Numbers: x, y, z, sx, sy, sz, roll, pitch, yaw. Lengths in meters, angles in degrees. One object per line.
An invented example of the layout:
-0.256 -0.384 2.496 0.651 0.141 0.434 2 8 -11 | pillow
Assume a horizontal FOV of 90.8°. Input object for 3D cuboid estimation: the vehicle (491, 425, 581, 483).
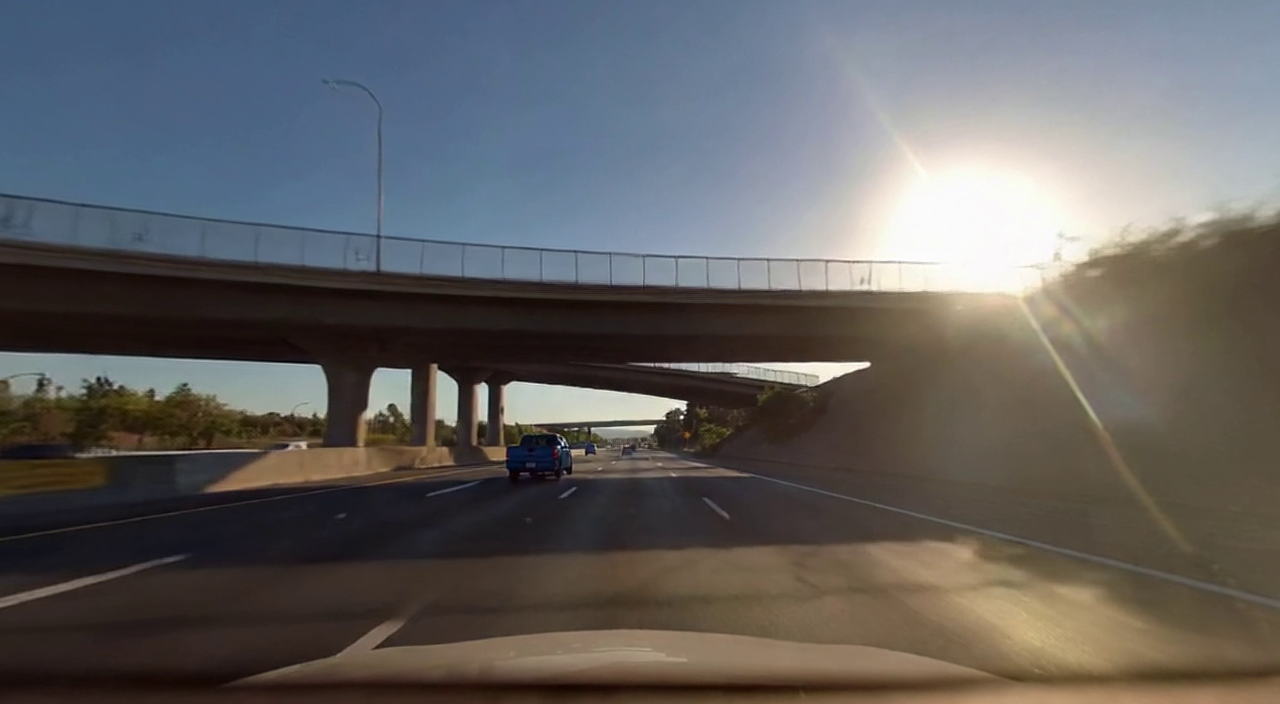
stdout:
-3.960 4.053 25.396 2.529 2.003 5.904 0 -8 1 | vehicle
